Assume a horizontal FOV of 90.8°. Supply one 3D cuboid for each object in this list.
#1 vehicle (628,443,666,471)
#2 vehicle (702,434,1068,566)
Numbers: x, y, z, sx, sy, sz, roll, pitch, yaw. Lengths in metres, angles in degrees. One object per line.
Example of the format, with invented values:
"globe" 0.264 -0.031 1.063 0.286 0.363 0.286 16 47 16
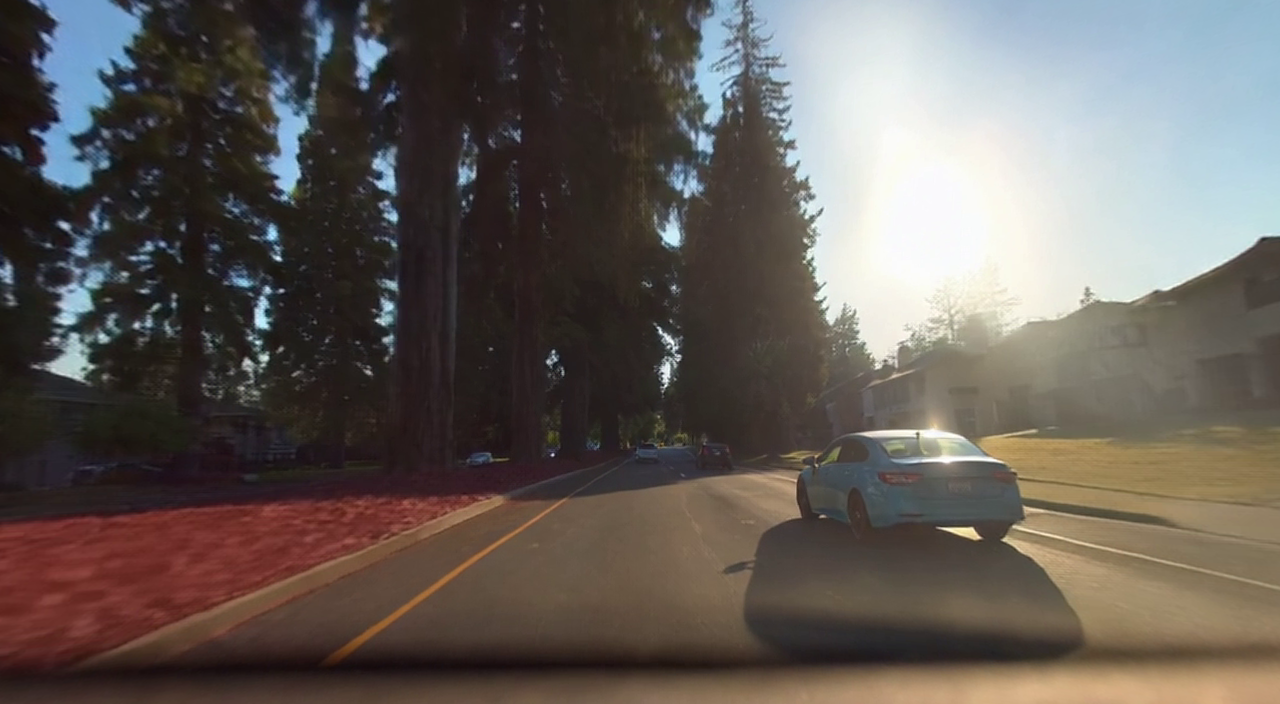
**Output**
"vehicle" 0.395 6.025 36.495 2.082 1.473 4.028 0 -8 0
"vehicle" 3.100 2.017 8.919 4.279 1.438 2.037 -3 -9 3
